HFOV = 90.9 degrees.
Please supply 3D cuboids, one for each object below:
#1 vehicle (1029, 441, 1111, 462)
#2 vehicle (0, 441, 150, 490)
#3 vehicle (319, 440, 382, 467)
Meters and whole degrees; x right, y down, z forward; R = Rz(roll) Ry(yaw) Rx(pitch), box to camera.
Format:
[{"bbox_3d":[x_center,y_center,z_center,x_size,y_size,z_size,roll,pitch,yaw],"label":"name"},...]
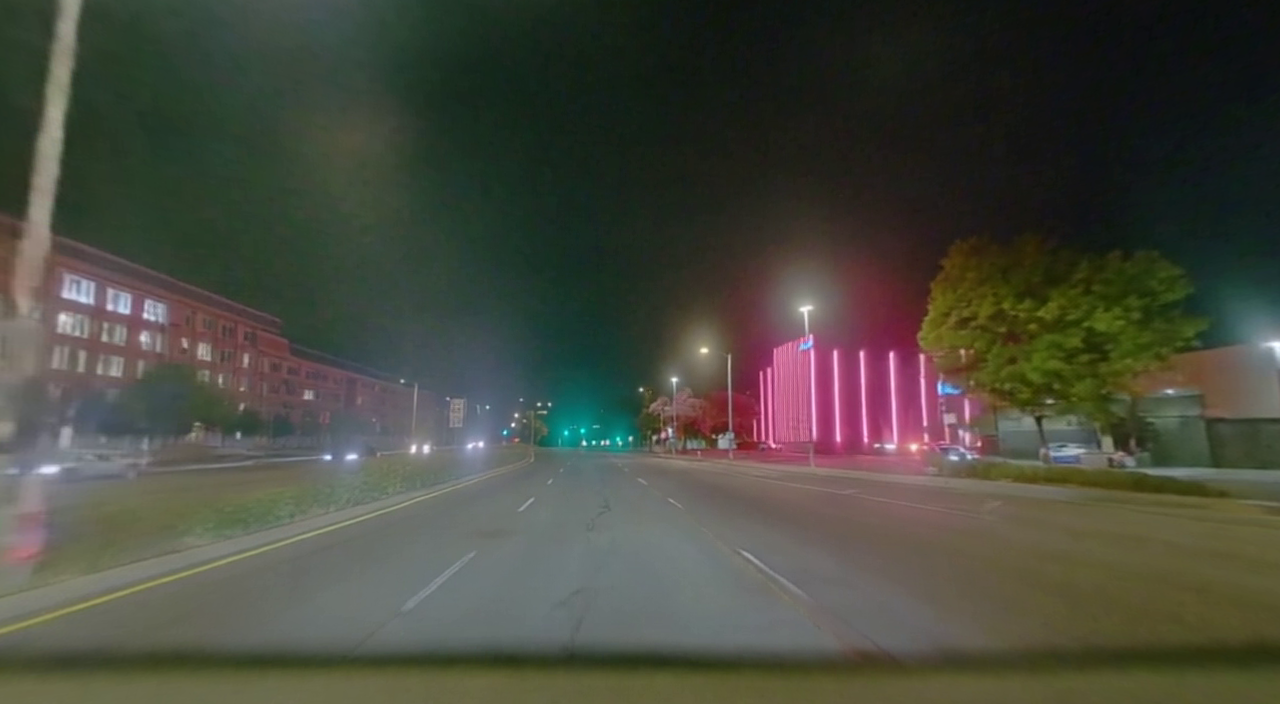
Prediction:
[{"bbox_3d":[31.639,7.330,46.479,4.490,1.425,2.022,0,-8,1],"label":"vehicle"},{"bbox_3d":[-20.521,4.047,22.905,1.954,1.577,4.590,0,-8,-5],"label":"vehicle"},{"bbox_3d":[-17.524,6.147,38.368,1.996,1.513,4.278,0,-8,-4],"label":"vehicle"}]
